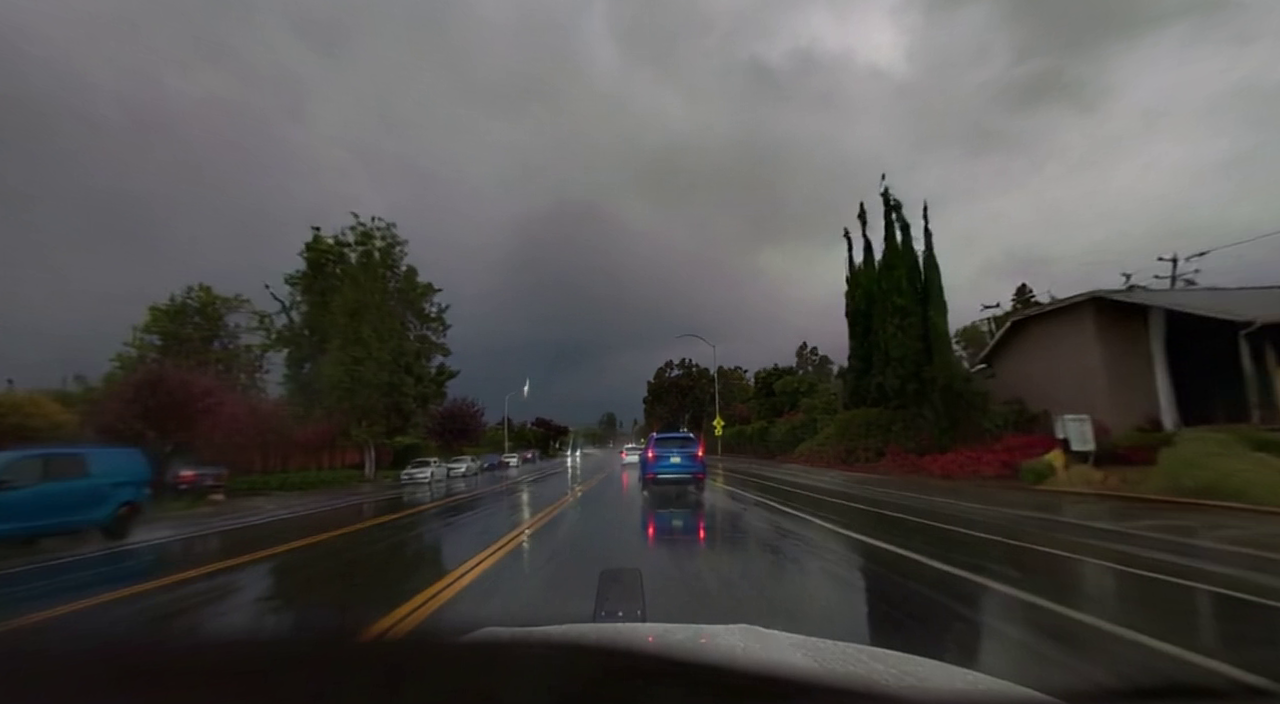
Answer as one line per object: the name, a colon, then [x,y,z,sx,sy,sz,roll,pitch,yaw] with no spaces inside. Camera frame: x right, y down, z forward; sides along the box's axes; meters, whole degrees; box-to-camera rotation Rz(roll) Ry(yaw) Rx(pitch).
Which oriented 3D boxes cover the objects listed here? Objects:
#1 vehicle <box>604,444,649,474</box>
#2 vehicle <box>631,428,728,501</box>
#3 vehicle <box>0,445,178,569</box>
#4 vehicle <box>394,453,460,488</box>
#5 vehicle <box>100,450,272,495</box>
vehicle: [-0.729,5.609,33.335,2.196,1.449,4.006,0,-8,-2]
vehicle: [0.944,3.117,17.914,2.200,1.763,4.676,0,-8,-3]
vehicle: [-12.114,2.933,12.294,2.504,2.031,5.237,-3,-8,-3]
vehicle: [-12.365,6.862,37.042,2.150,1.644,5.120,-5,-8,-1]
vehicle: [-20.706,5.479,29.086,6.011,1.909,2.279,1,-9,-4]
